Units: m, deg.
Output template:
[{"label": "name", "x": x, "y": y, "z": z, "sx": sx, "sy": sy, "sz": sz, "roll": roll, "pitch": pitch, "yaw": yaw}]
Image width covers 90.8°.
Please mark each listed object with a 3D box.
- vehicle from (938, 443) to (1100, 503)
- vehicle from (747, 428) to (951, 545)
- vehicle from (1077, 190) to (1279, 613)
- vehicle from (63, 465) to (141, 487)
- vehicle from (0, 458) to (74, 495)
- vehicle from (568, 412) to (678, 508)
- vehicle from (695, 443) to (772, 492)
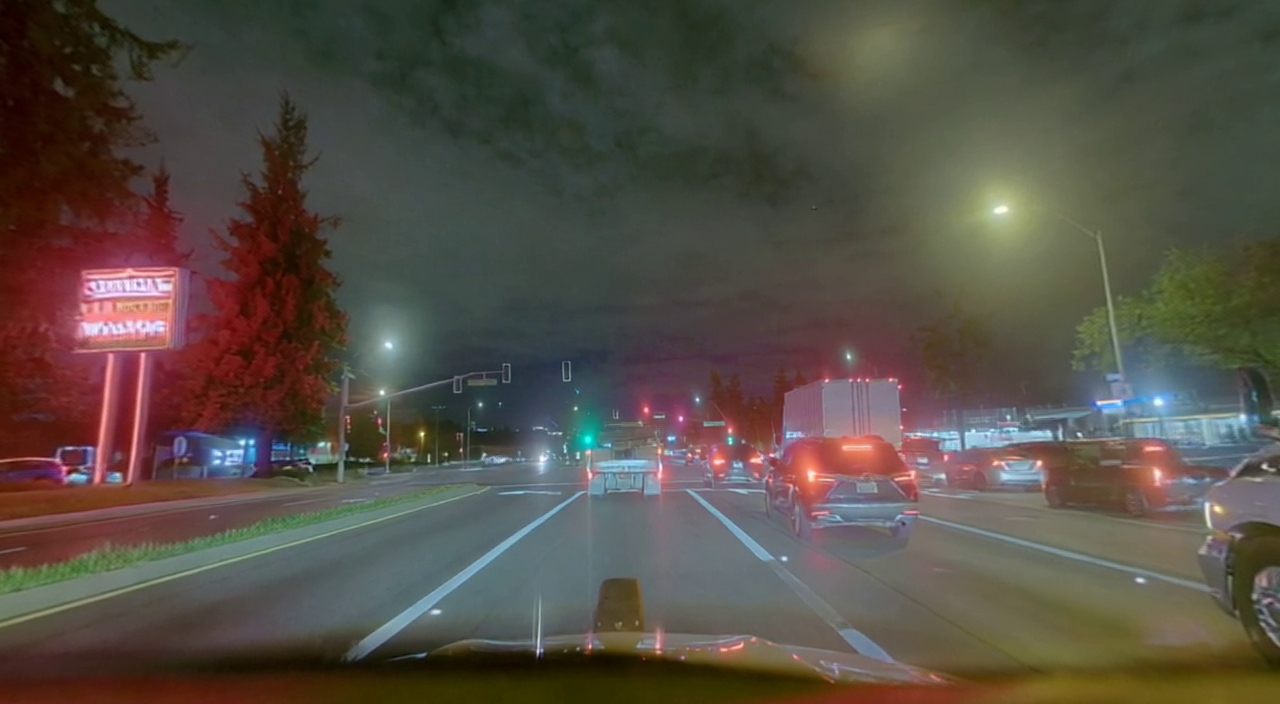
[{"label": "vehicle", "x": 10.408, "y": 3.321, "z": 17.821, "sx": 1.768, "sy": 1.472, "sz": 4.350, "roll": 0, "pitch": -9, "yaw": -1}, {"label": "vehicle", "x": 3.307, "y": 2.234, "z": 11.255, "sx": 1.905, "sy": 1.587, "sz": 4.998, "roll": 0, "pitch": -9, "yaw": 0}, {"label": "vehicle", "x": 6.486, "y": 0.146, "z": 3.423, "sx": 2.802, "sy": 3.322, "sz": 7.429, "roll": 0, "pitch": -9, "yaw": 0}, {"label": "vehicle", "x": -38.057, "y": 8.775, "z": 44.711, "sx": 4.150, "sy": 1.474, "sz": 1.826, "roll": -2, "pitch": -9, "yaw": 11}, {"label": "vehicle", "x": -28.611, "y": 5.686, "z": 29.076, "sx": 1.730, "sy": 1.534, "sz": 3.922, "roll": 1, "pitch": -9, "yaw": -7}, {"label": "vehicle", "x": -0.420, "y": 2.849, "z": 17.019, "sx": 2.499, "sy": 2.183, "sz": 5.111, "roll": 0, "pitch": -9, "yaw": -1}, {"label": "vehicle", "x": 3.102, "y": 3.922, "z": 21.851, "sx": 1.922, "sy": 1.483, "sz": 4.436, "roll": 0, "pitch": -9, "yaw": -1}]
